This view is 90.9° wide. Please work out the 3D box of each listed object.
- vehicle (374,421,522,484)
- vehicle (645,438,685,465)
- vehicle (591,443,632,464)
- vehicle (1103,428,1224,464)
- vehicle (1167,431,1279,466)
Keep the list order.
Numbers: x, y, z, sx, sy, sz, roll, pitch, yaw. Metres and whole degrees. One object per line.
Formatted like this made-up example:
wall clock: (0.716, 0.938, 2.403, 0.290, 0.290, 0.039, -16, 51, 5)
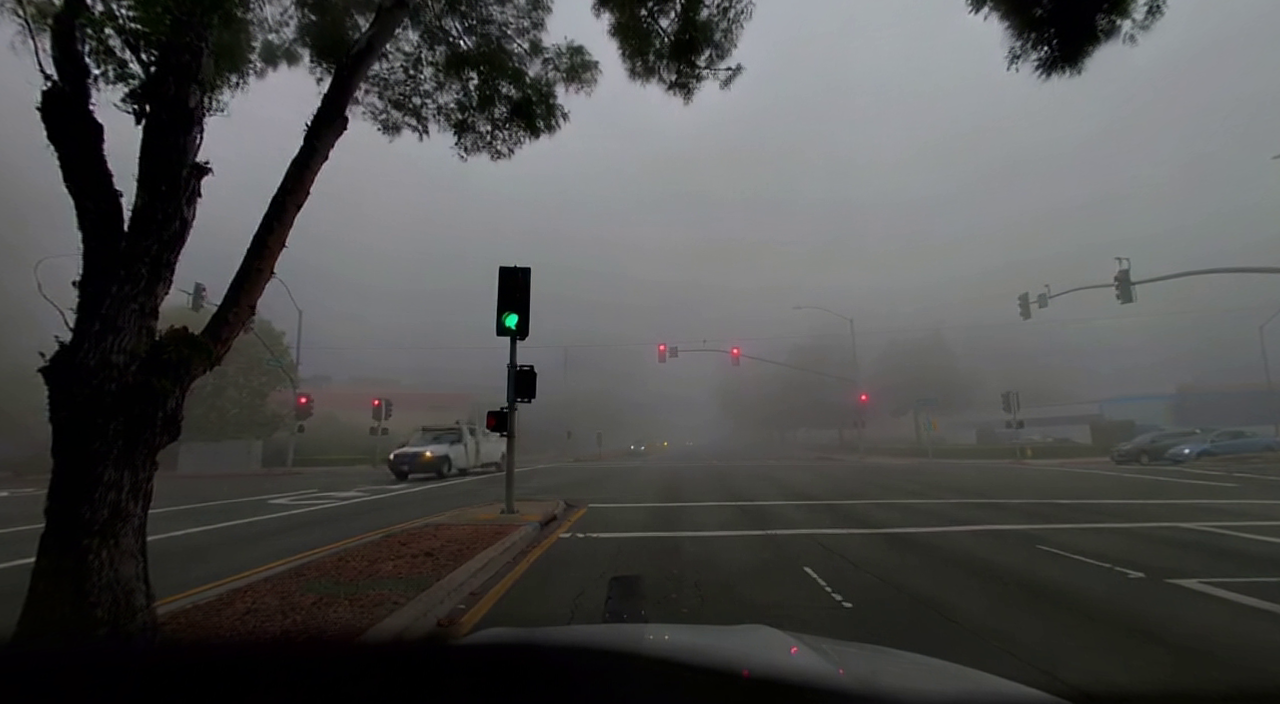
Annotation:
vehicle: (-7.834, 4.291, 27.387, 2.775, 2.246, 9.043, -1, -8, 6)
vehicle: (1.753, 6.773, 43.248, 2.197, 1.739, 4.177, -2, -8, 10)
vehicle: (-2.012, 7.320, 45.676, 2.076, 1.476, 3.873, -2, -8, 12)
vehicle: (25.940, 4.665, 31.344, 4.441, 1.674, 2.035, 1, -8, -8)
vehicle: (26.288, 4.249, 27.882, 4.644, 1.470, 1.922, 1, -8, -10)
